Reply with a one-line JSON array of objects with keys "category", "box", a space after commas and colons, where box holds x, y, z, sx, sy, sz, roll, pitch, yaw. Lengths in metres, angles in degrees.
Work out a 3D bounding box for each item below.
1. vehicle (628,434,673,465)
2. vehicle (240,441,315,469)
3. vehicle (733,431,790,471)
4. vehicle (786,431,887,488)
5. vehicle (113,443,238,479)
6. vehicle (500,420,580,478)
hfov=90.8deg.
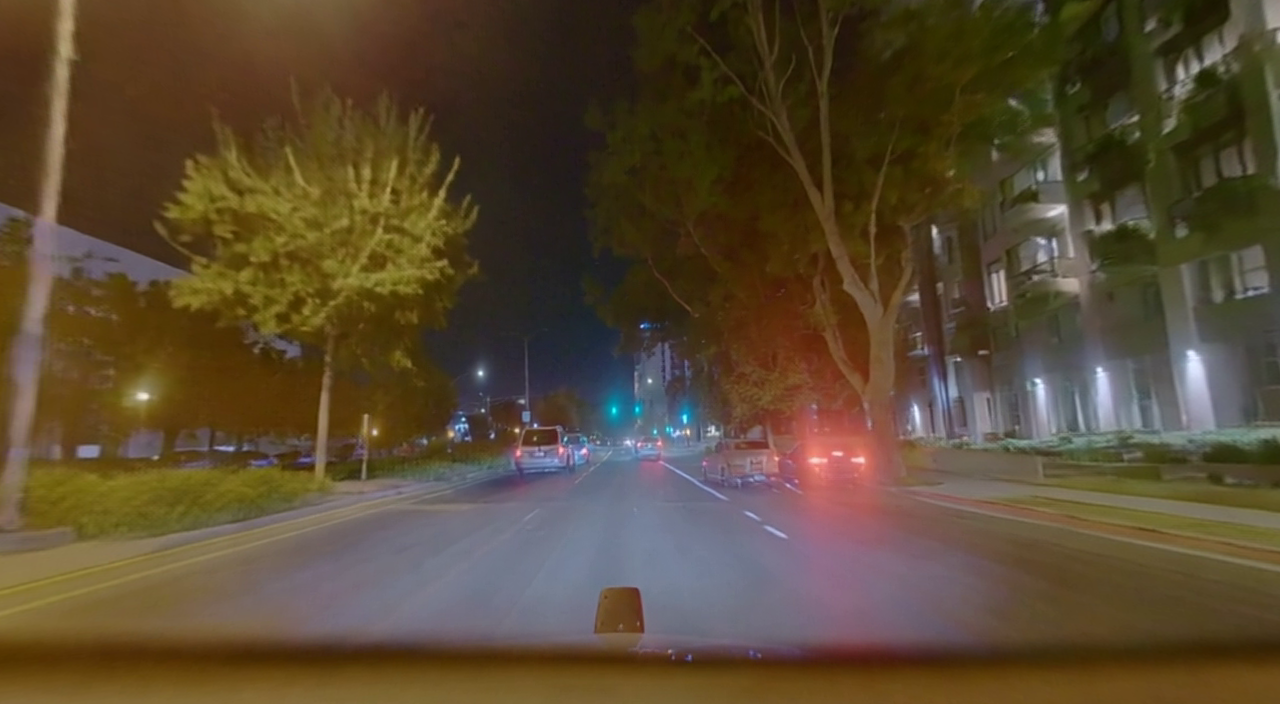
[{"category": "vehicle", "box": [0.528, 5.445, 35.381, 2.201, 1.589, 3.843, 0, -8, -4]}, {"category": "vehicle", "box": [-22.421, 6.363, 39.314, 1.910, 1.632, 4.624, 0, -8, 0]}, {"category": "vehicle", "box": [6.251, 5.131, 32.955, 1.997, 1.943, 4.409, 0, -8, -1]}, {"category": "vehicle", "box": [6.536, 3.621, 21.562, 2.164, 1.727, 3.955, 0, -8, 0]}, {"category": "vehicle", "box": [-22.148, 5.181, 30.455, 2.111, 1.554, 5.163, 0, -8, 0]}, {"category": "vehicle", "box": [-3.658, 3.689, 24.163, 2.223, 1.957, 4.845, 0, -8, 0]}]
